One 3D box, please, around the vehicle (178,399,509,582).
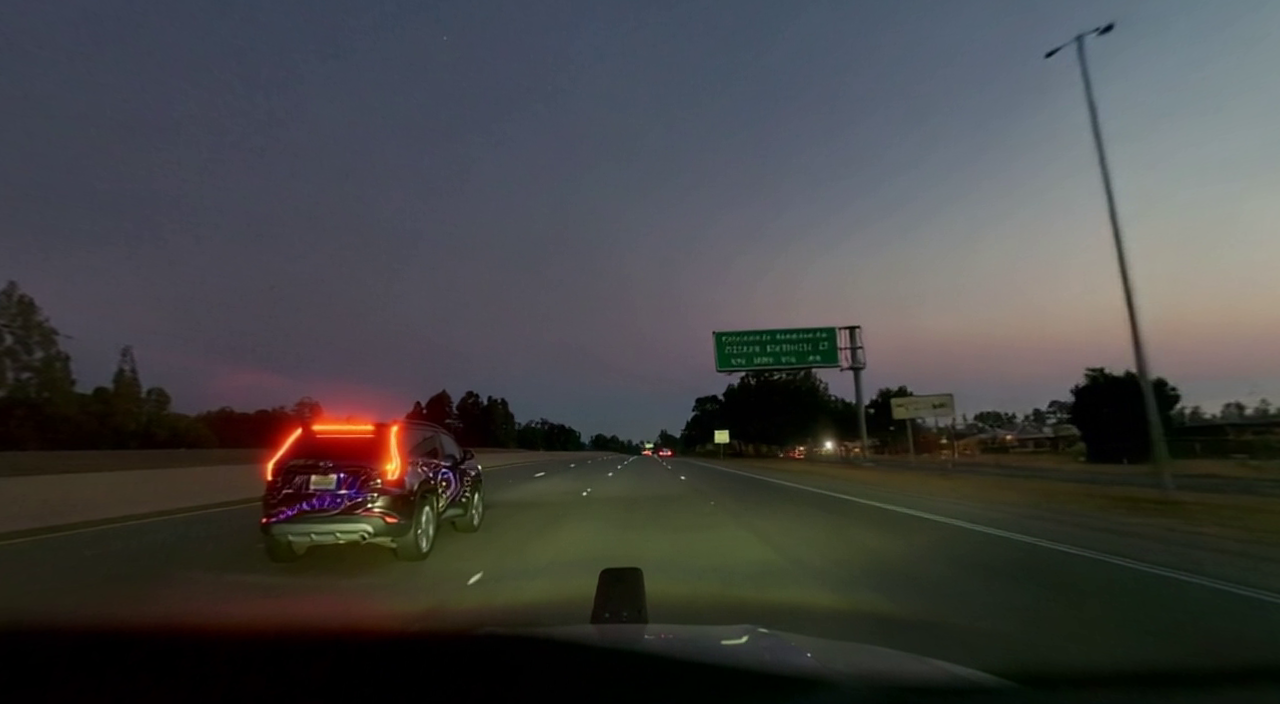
[{"bbox_3d":[-3.438,1.714,8.666,2.183,1.803,4.685,0,-8,1],"label":"vehicle"}]
